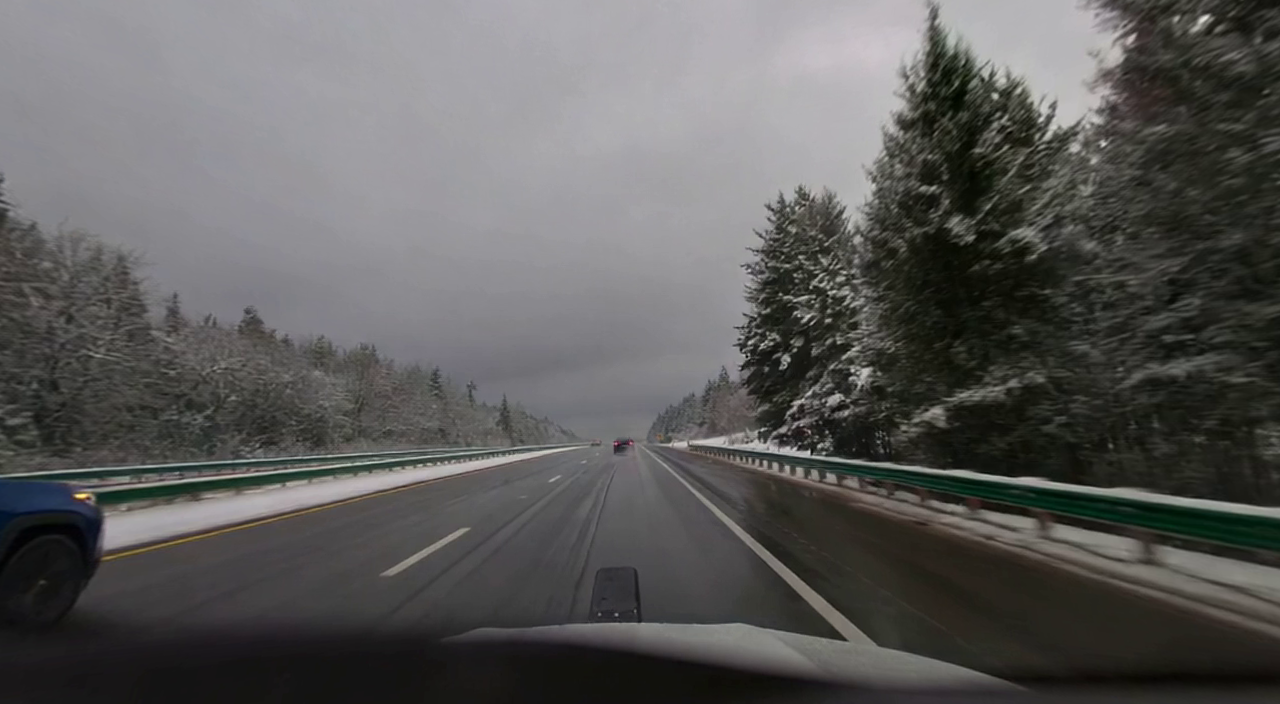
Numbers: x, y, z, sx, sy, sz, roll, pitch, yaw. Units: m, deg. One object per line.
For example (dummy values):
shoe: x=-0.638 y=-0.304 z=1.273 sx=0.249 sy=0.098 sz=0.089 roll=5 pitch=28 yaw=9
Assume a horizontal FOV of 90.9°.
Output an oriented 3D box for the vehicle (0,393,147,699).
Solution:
vehicle: x=-4.280 y=0.786 z=1.699 sx=2.072 sy=1.545 sz=4.767 roll=0 pitch=-8 yaw=-1

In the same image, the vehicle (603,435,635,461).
vehicle: x=-1.250 y=5.773 z=38.182 sx=1.836 sy=1.450 sz=3.519 roll=0 pitch=-8 yaw=-1
